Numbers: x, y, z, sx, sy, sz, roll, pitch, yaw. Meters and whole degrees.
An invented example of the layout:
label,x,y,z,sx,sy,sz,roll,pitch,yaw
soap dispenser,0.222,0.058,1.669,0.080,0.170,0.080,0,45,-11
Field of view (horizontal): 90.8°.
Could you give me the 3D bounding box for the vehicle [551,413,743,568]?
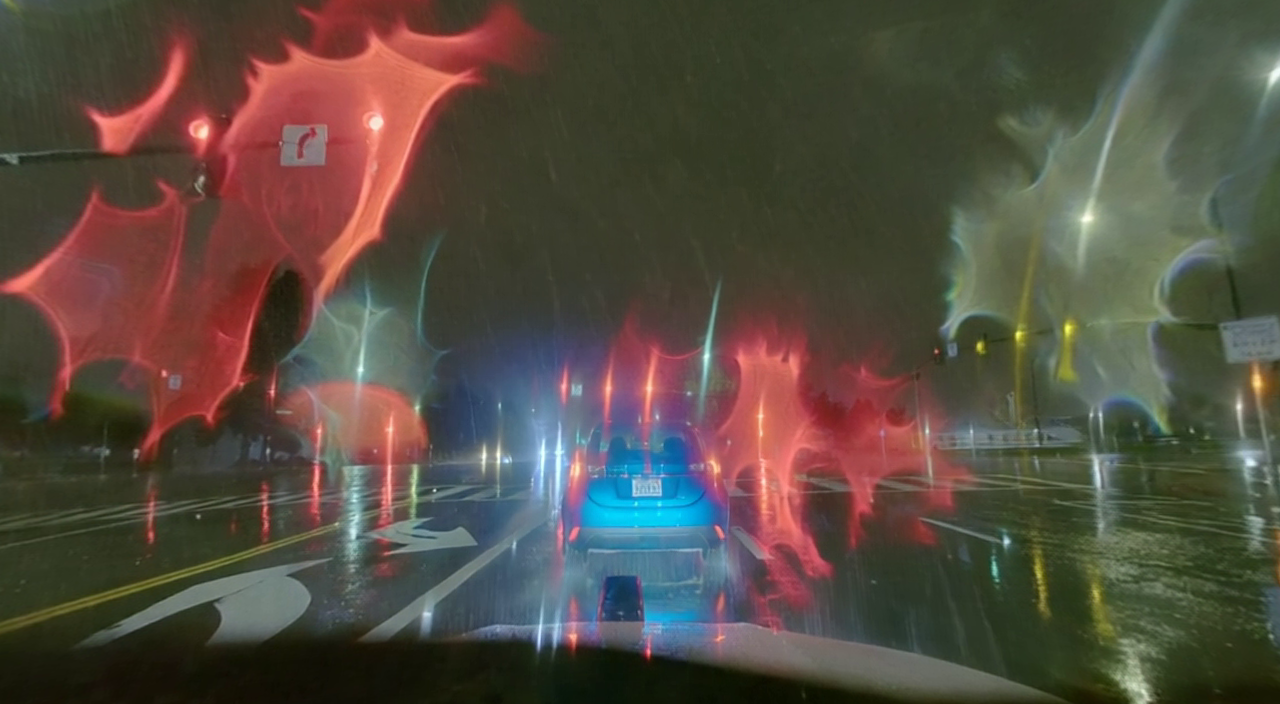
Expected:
label,x,y,z,sx,sy,sz,roll,pitch,yaw
vehicle,0.037,1.755,8.715,2.027,1.626,3.942,0,-8,-1
